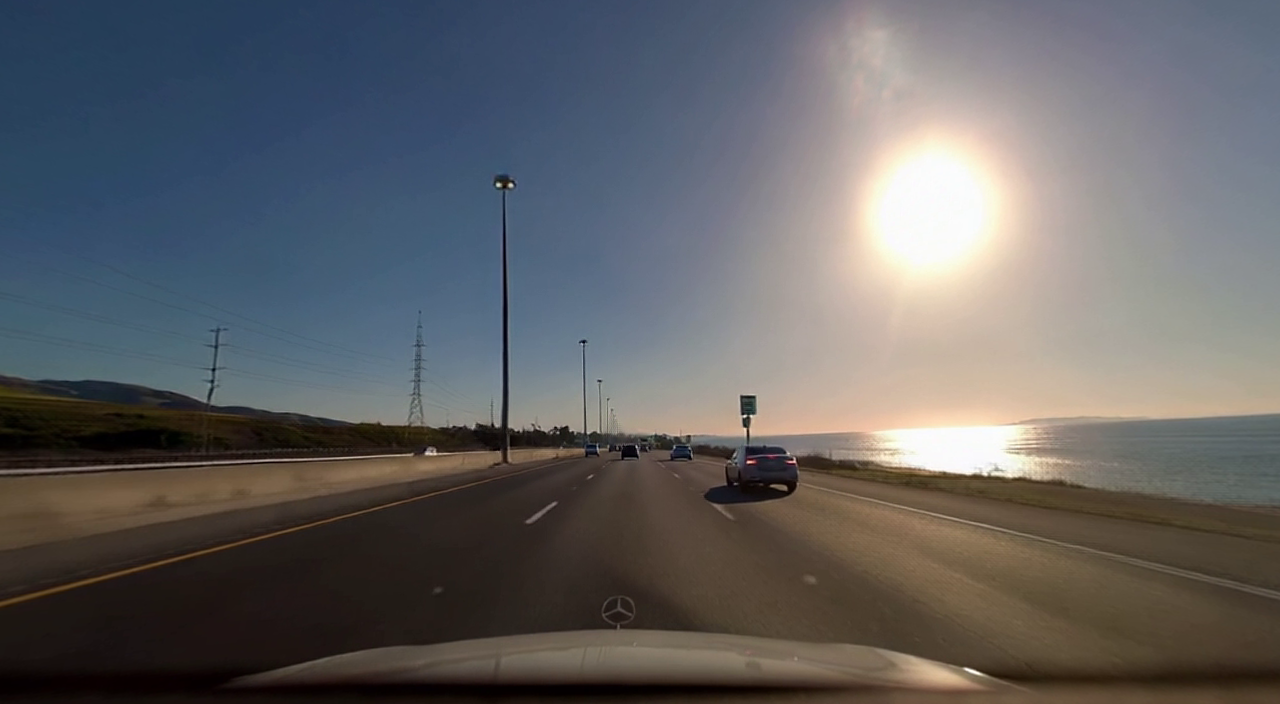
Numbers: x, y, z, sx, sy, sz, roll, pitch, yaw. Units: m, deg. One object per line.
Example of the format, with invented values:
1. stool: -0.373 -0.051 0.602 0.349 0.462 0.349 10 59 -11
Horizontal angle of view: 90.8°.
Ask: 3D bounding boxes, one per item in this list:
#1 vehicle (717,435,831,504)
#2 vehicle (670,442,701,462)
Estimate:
1. vehicle: 3.206 2.906 16.096 1.890 1.490 4.373 0 -8 -1
2. vehicle: 3.542 7.835 49.669 2.000 1.533 4.438 0 -8 -1
